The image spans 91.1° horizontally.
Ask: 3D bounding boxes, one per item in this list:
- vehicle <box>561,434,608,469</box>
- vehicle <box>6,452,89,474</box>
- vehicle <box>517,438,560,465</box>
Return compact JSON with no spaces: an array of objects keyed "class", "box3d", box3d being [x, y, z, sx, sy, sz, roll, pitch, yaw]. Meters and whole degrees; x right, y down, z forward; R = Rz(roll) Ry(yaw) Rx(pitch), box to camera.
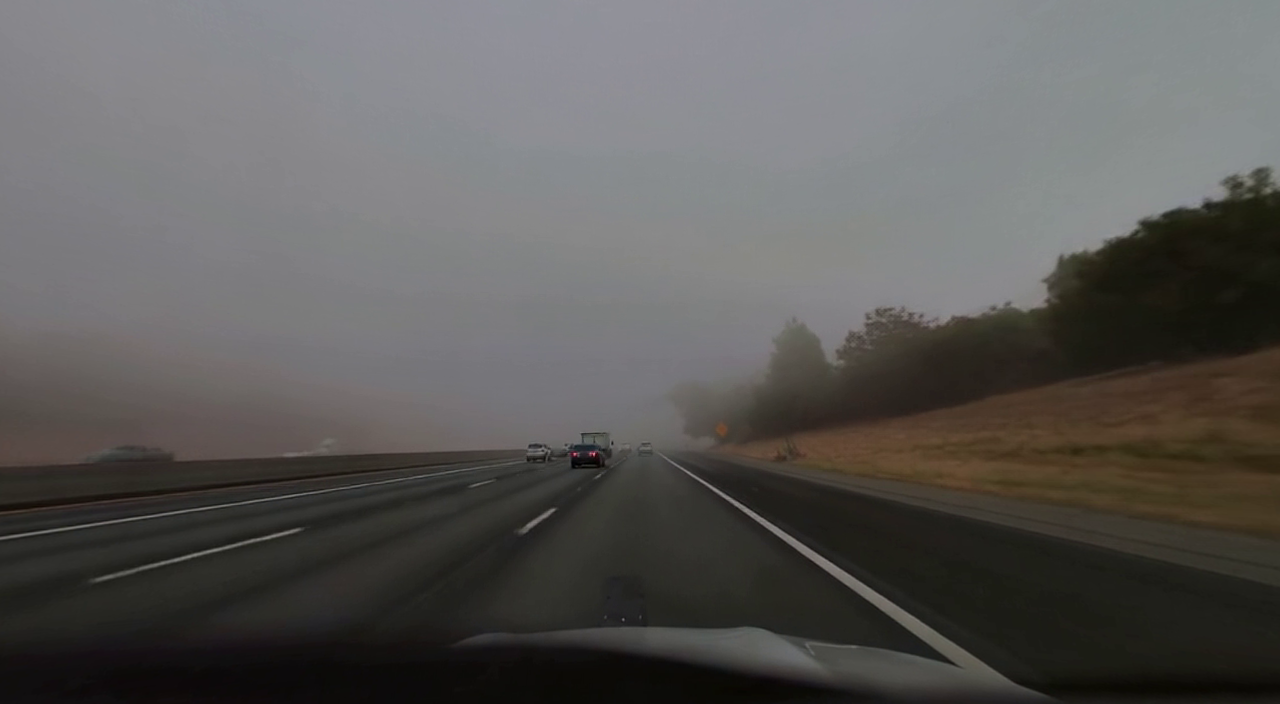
[{"class":"vehicle","box3d":[-2.981,5.420,34.402,2.194,1.766,3.720,0,-8,0]},{"class":"vehicle","box3d":[-42.082,7.867,44.744,1.658,1.442,4.395,0,-8,-1]},{"class":"vehicle","box3d":[-6.926,6.824,43.212,2.078,1.729,4.722,0,-8,1]}]
